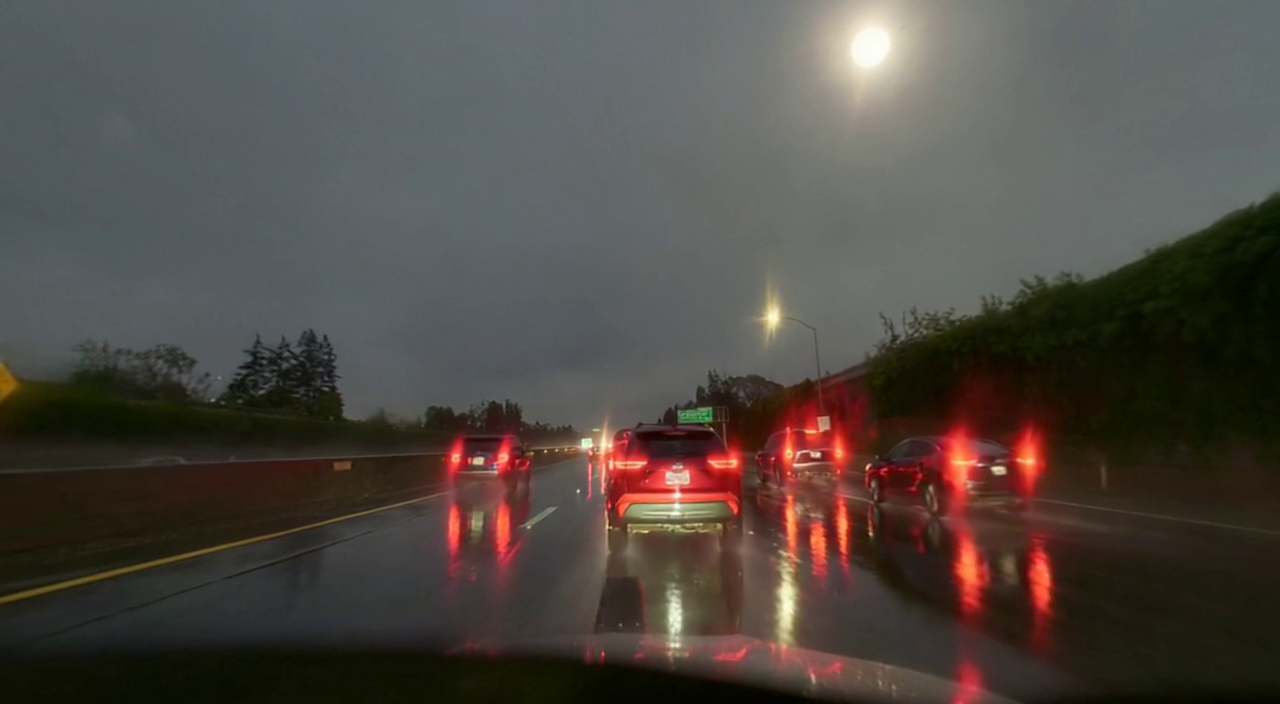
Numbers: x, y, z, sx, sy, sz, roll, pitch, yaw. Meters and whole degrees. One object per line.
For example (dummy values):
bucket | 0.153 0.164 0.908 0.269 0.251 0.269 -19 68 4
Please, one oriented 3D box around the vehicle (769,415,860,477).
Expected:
vehicle | 7.705 4.292 28.596 2.390 2.503 5.788 0 -9 0

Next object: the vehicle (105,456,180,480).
vehicle | -36.217 8.450 45.990 1.898 1.623 4.263 0 -9 1

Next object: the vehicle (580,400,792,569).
vehicle | 0.341 1.691 8.656 2.230 1.740 3.976 1 -9 -4

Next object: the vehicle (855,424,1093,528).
vehicle | 6.131 2.329 12.352 1.972 1.647 4.429 1 -9 -4

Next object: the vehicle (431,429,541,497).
vehicle | -4.400 3.259 18.827 2.047 1.755 4.638 0 -9 1
